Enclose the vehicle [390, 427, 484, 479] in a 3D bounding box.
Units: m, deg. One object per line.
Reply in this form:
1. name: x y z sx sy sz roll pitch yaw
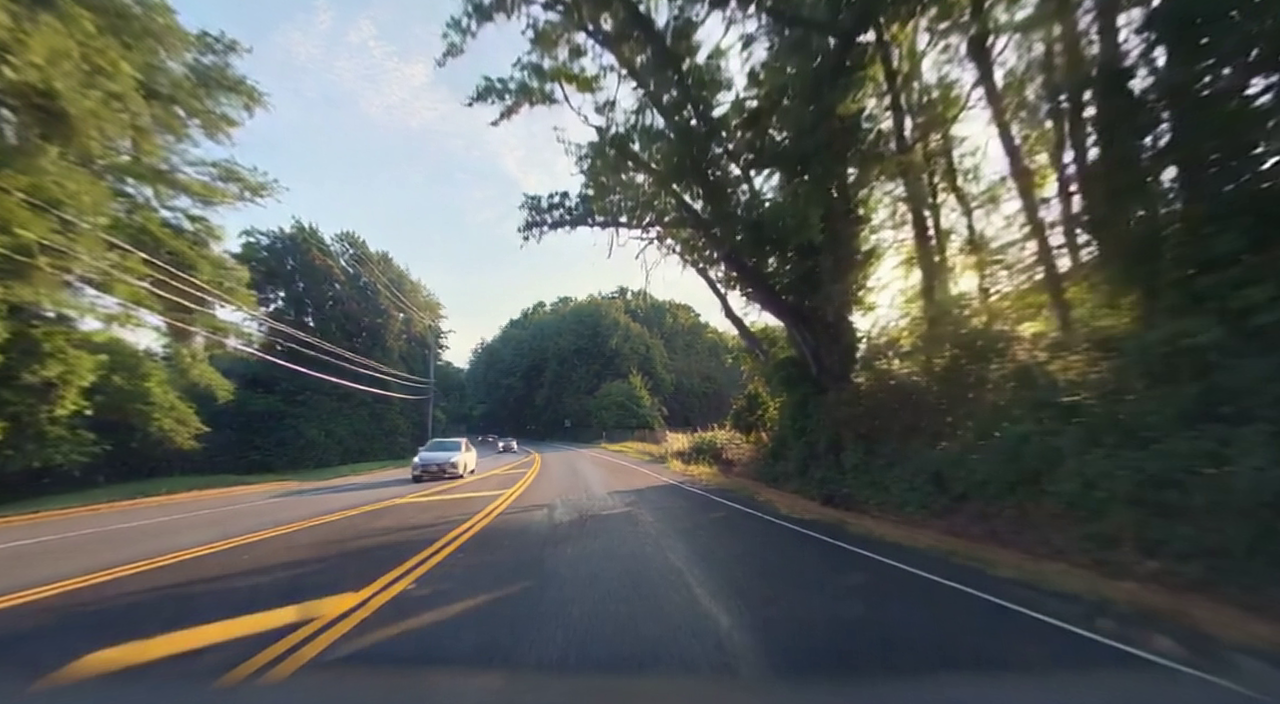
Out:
1. vehicle: -8.354 4.217 26.711 2.397 1.932 5.703 1 -8 -4
